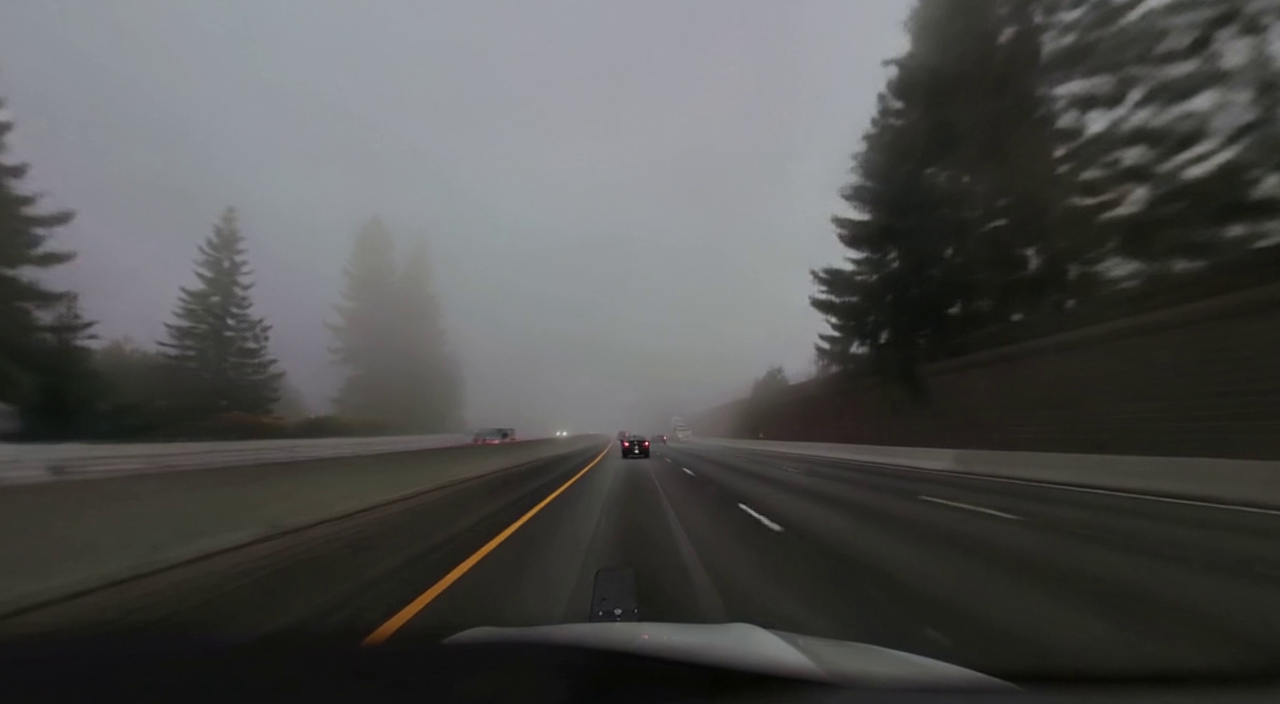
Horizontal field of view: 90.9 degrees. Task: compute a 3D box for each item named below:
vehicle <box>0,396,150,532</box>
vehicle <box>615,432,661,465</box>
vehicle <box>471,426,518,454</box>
[{"bbox_3d":[-8.143,1.290,7.264,1.941,1.506,3.768,-1,-8,0],"label":"vehicle"},{"bbox_3d":[-0.132,4.738,31.229,2.119,1.480,4.000,0,-8,-1],"label":"vehicle"},{"bbox_3d":[-9.371,5.677,40.810,2.099,1.679,4.047,-1,-8,0],"label":"vehicle"}]
